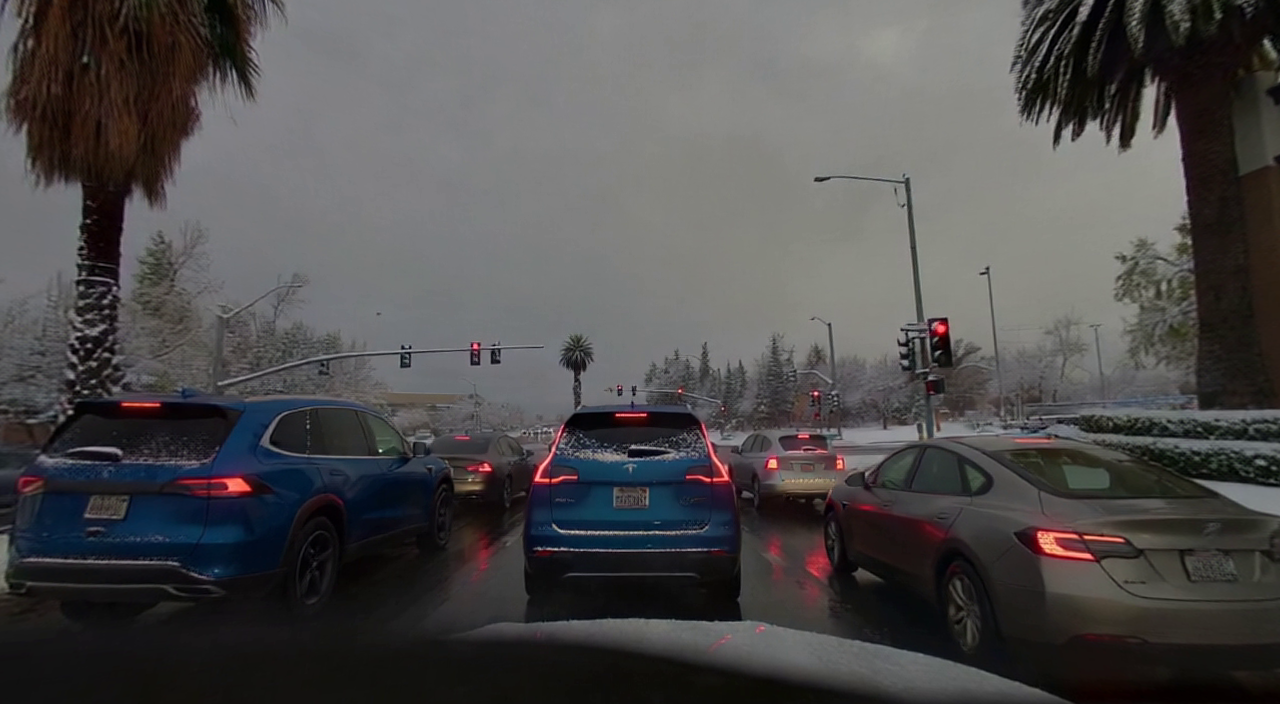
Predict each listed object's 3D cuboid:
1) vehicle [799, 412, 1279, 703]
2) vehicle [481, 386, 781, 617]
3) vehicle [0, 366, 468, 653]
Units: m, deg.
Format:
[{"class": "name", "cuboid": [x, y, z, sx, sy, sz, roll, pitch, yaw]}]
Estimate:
[{"class": "vehicle", "cuboid": [2.967, 1.370, 5.263, 2.017, 1.491, 4.611, 0, -8, -1]}, {"class": "vehicle", "cuboid": [-0.127, 1.459, 7.071, 2.280, 1.747, 4.361, 0, -8, -2]}, {"class": "vehicle", "cuboid": [-3.344, 1.283, 6.134, 2.014, 1.755, 4.360, 0, -8, 1]}]
